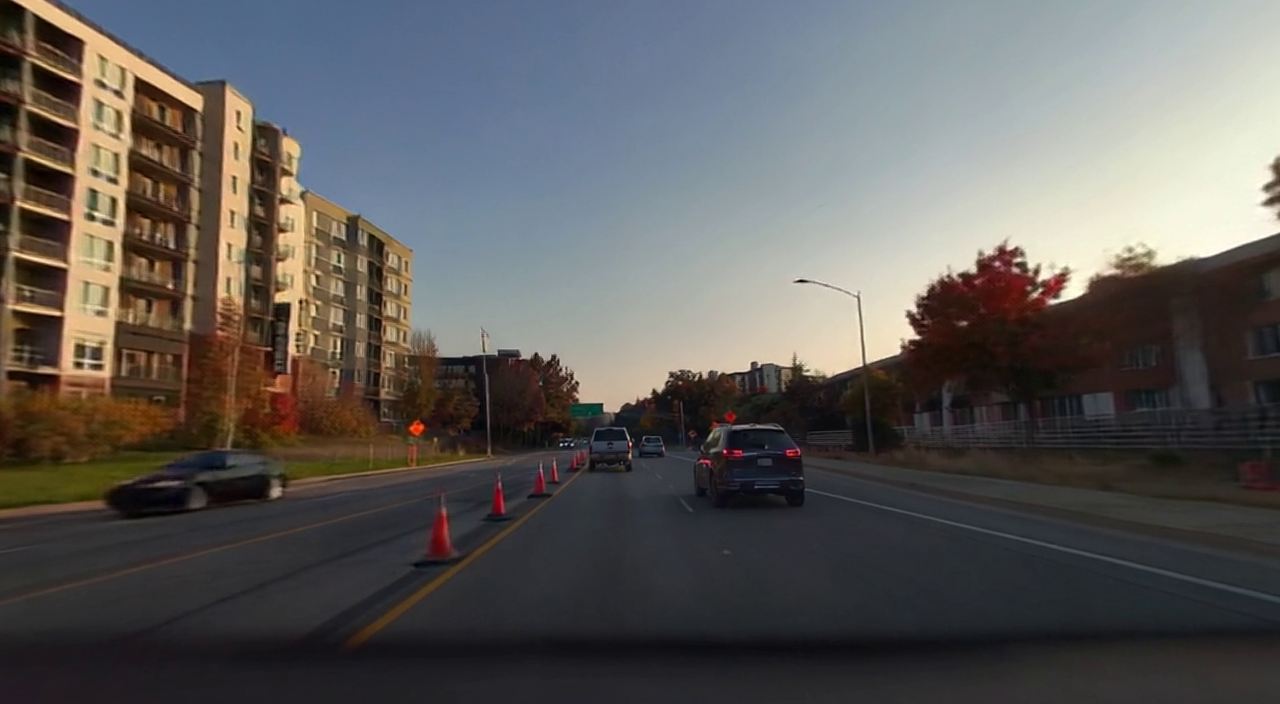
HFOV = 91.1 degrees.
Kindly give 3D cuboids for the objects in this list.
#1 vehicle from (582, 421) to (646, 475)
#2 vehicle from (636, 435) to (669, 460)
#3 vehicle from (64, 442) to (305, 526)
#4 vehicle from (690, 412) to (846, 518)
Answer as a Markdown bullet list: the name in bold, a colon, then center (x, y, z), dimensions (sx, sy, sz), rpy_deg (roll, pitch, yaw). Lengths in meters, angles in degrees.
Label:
- **vehicle**: center (-1.243, 4.632, 30.475), dimensions (2.762, 2.309, 6.723), rpy_deg (0, -8, -2)
- **vehicle**: center (0.895, 7.555, 49.600), dimensions (2.187, 1.835, 5.471), rpy_deg (0, -8, -3)
- **vehicle**: center (-9.515, 2.745, 13.694), dimensions (1.997, 1.512, 4.322), rpy_deg (0, -8, 0)
- **vehicle**: center (2.444, 2.369, 13.744), dimensions (2.120, 1.828, 5.531), rpy_deg (0, -8, -2)
